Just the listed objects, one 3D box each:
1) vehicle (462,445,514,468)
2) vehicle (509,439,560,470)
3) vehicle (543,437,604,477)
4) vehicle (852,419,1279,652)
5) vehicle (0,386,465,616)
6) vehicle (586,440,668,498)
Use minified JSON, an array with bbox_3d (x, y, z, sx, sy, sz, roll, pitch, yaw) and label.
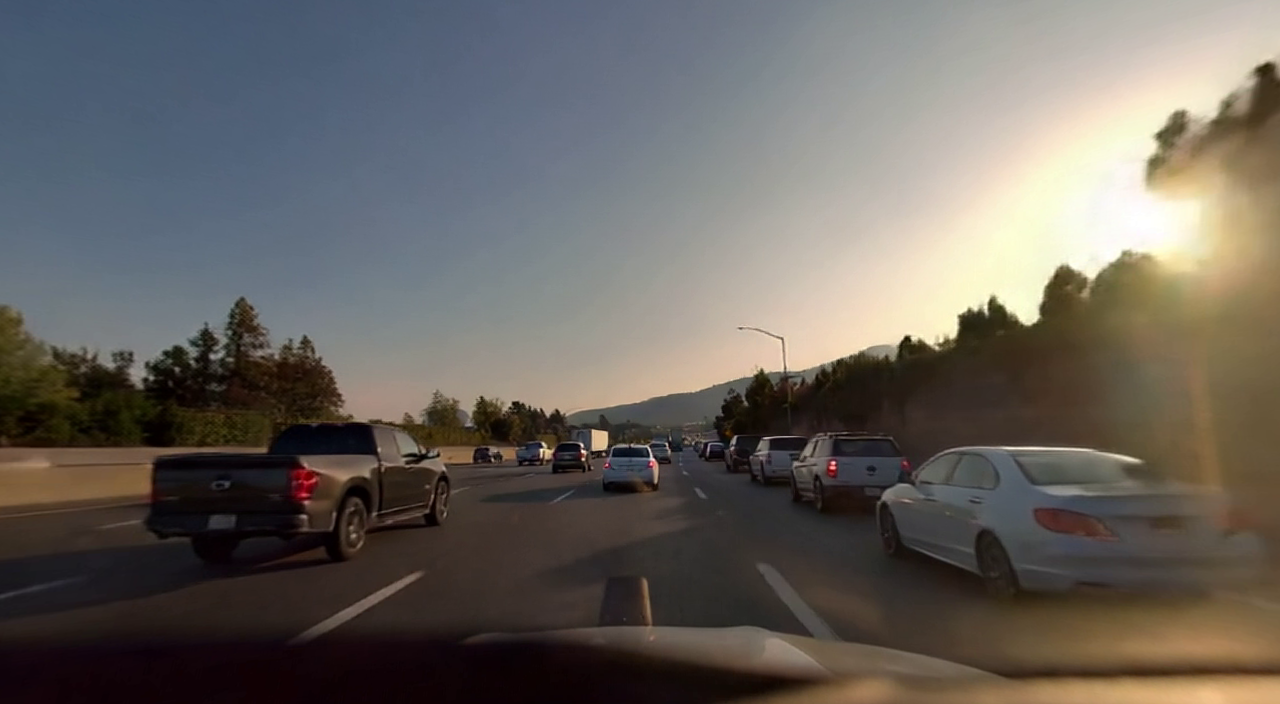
[{"bbox_3d":[-10.084,6.978,42.316,1.903,1.460,4.958,-1,-8,4],"label":"vehicle"},{"bbox_3d":[-6.173,6.055,37.409,2.023,1.693,4.386,-1,-8,3],"label":"vehicle"},{"bbox_3d":[-3.019,4.867,29.550,2.153,1.726,4.546,-1,-8,3],"label":"vehicle"},{"bbox_3d":[3.853,1.496,6.265,1.940,1.475,4.328,0,-8,0],"label":"vehicle"},{"bbox_3d":[-4.071,1.588,7.860,2.110,1.811,5.585,0,-8,1],"label":"vehicle"},{"bbox_3d":[-0.279,3.262,18.006,2.070,1.456,4.029,0,-8,1],"label":"vehicle"}]
